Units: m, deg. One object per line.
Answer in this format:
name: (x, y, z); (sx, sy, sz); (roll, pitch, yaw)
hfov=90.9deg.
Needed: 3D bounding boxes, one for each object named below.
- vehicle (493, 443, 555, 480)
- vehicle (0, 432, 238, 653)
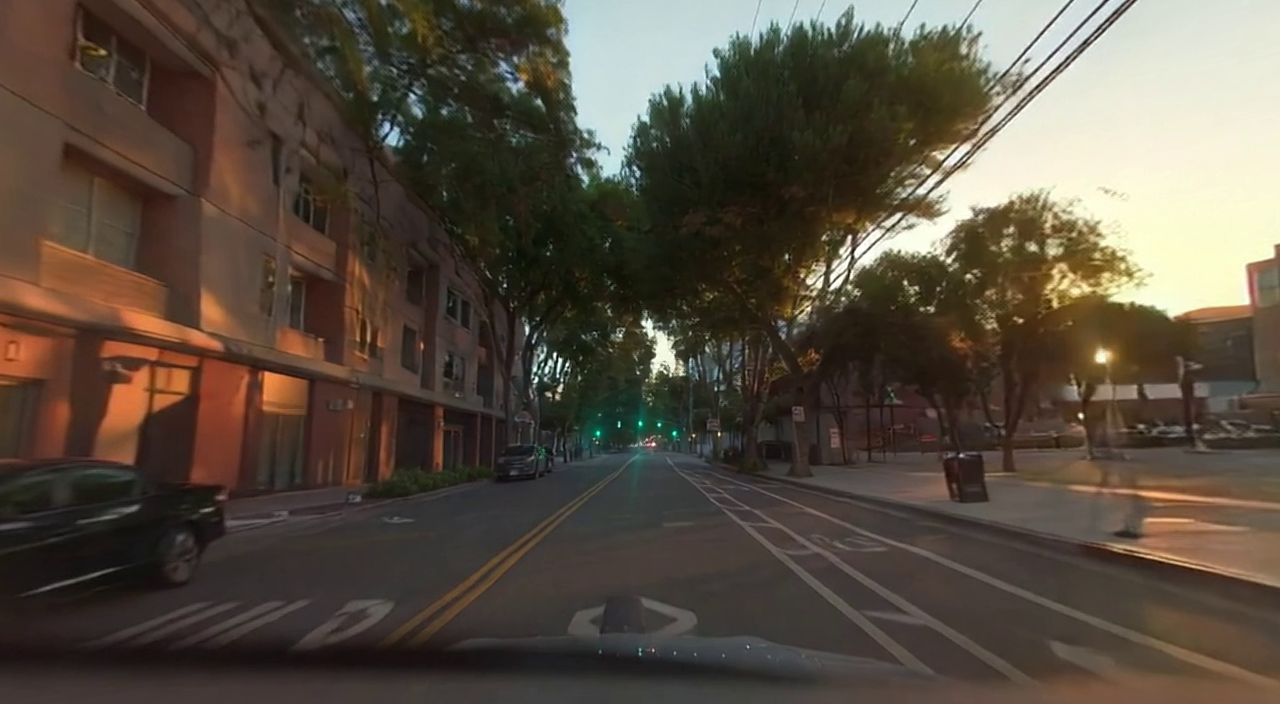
vehicle: (-5.744, 5.493, 31.878); (2.147, 1.701, 4.879); (0, -8, 1)
vehicle: (-5.970, 1.517, 5.240); (2.223, 1.658, 4.621); (0, -8, -1)
